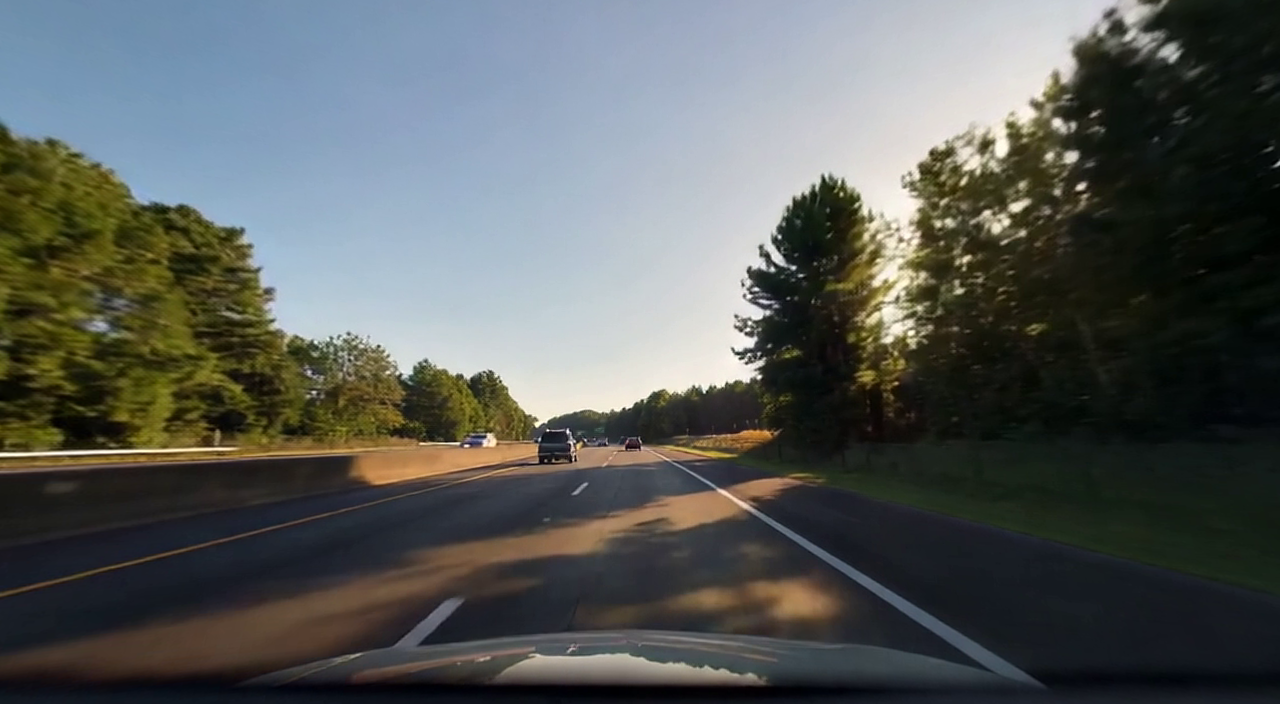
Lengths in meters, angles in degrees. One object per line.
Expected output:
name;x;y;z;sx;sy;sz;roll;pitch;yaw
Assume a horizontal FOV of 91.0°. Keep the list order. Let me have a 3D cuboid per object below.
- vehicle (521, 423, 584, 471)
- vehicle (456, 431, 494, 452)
vehicle;-3.934;4.381;29.158;2.241;2.034;4.890;0;-8;0
vehicle;-12.678;6.923;48.617;1.887;1.536;4.163;0;-8;-1
